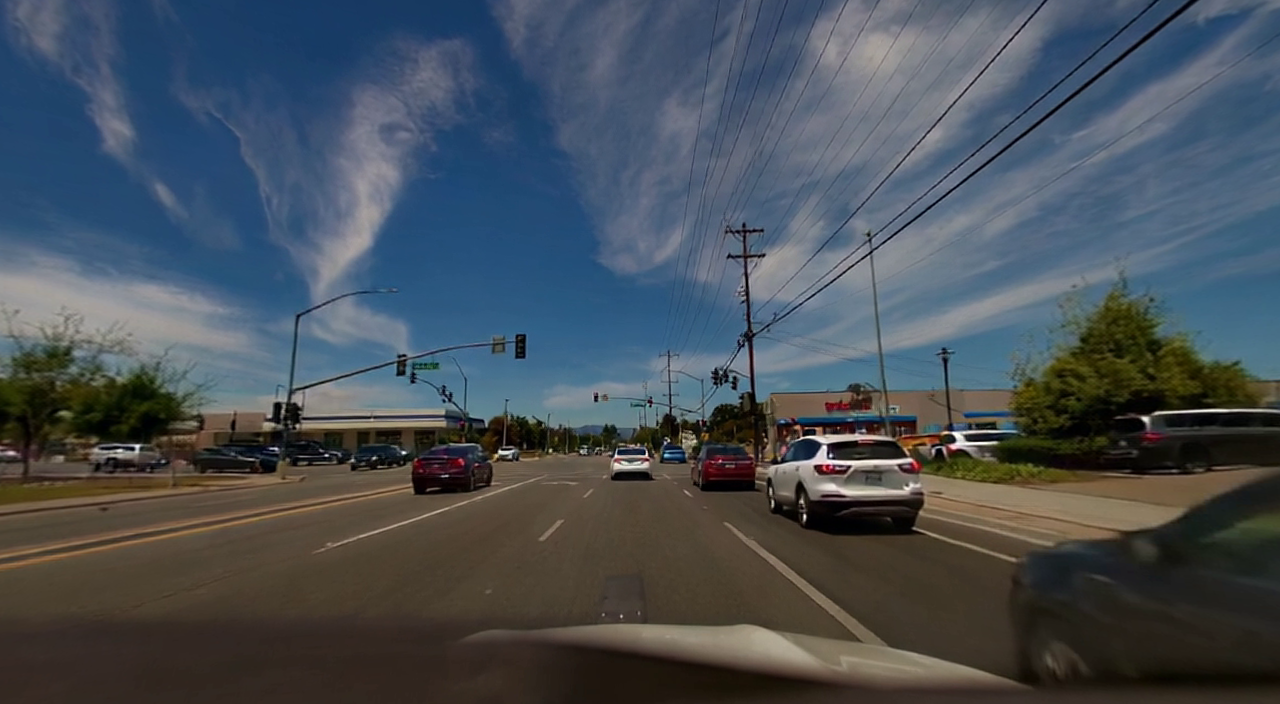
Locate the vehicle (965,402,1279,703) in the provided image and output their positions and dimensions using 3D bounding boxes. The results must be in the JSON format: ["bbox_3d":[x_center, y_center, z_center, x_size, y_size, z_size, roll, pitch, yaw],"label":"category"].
[{"bbox_3d":[2.933,0.815,1.436,1.945,1.470,4.363,0,-9,-2],"label":"vehicle"}]

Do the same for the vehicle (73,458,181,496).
[{"bbox_3d":[-24.978,6.031,30.748,4.989,1.567,2.075,-3,-10,27],"label":"vehicle"}]

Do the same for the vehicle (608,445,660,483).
[{"bbox_3d":[-0.299,4.743,27.140,2.065,1.484,3.894,0,-9,-1],"label":"vehicle"}]

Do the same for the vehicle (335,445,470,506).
[{"bbox_3d":[-6.366,3.333,17.533,2.075,1.470,4.190,0,-9,1],"label":"vehicle"}]

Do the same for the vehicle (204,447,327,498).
[{"bbox_3d":[-14.328,4.590,24.568,1.937,1.745,4.540,0,-9,1],"label":"vehicle"}]

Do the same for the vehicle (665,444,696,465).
[{"bbox_3d":[2.991,7.653,47.472,1.971,1.477,4.121,0,-9,-2],"label":"vehicle"}]

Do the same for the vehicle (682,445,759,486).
[{"bbox_3d":[3.065,4.446,25.073,2.208,1.436,4.542,0,-9,-3],"label":"vehicle"}]

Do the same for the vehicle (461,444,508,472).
[{"bbox_3d":[-10.907,7.444,44.689,2.139,1.836,4.843,0,-9,0],"label":"vehicle"}]

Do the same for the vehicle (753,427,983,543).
[{"bbox_3d":[3.807,2.323,11.737,2.452,1.682,4.565,0,-9,-2],"label":"vehicle"}]
